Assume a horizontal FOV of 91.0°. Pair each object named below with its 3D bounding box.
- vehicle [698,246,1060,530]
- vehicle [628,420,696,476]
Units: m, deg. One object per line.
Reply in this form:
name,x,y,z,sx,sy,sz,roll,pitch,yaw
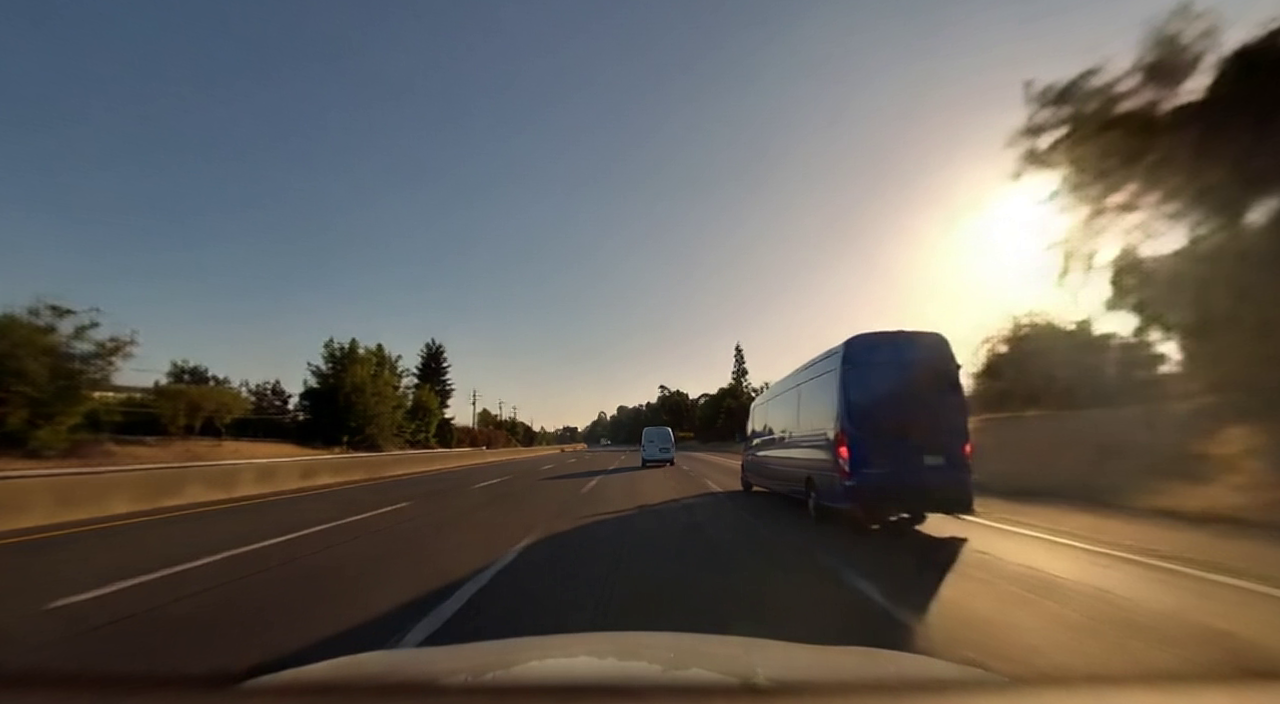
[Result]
vehicle,4.238,1.652,17.697,3.892,4.216,16.830,0,-8,1
vehicle,0.837,3.789,25.041,2.469,2.027,4.554,0,-8,1
